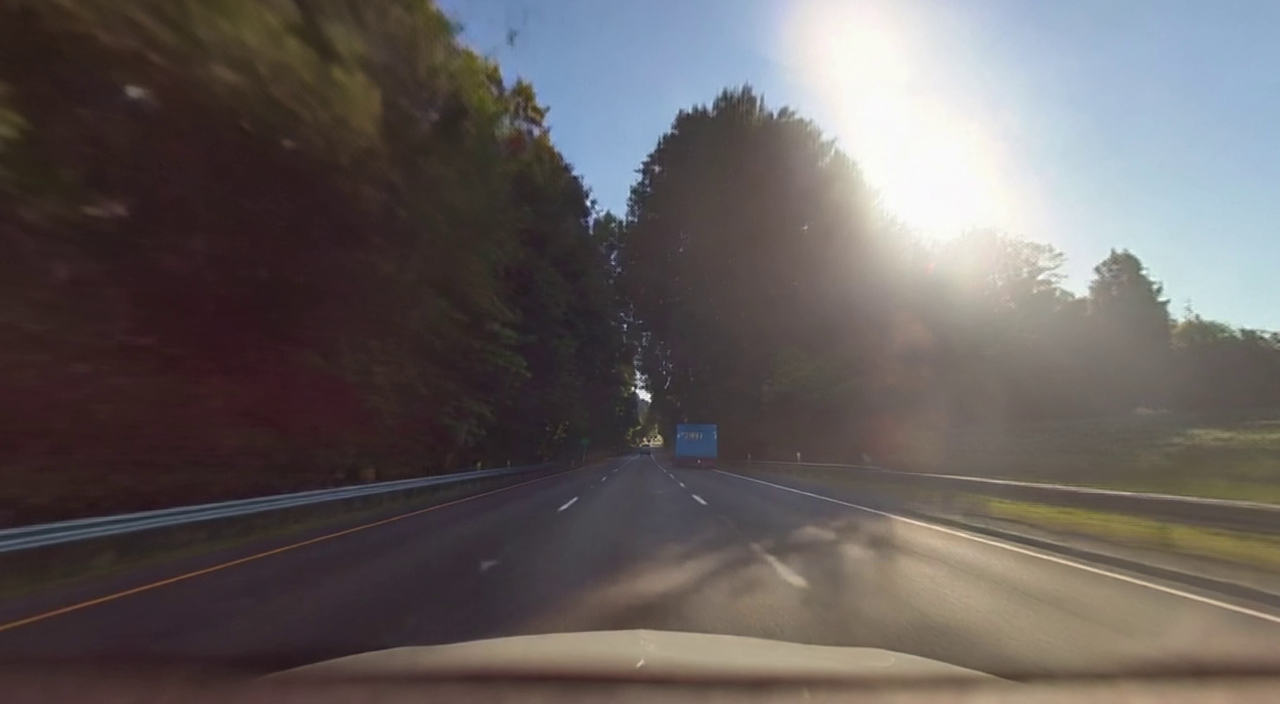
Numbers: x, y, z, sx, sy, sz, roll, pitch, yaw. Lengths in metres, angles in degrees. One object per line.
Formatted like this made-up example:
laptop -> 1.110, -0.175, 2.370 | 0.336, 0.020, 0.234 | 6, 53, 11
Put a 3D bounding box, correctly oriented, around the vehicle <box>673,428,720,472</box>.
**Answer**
vehicle -> 3.764, 6.734, 43.311 | 2.572, 2.795, 5.978 | 0, -9, -1
